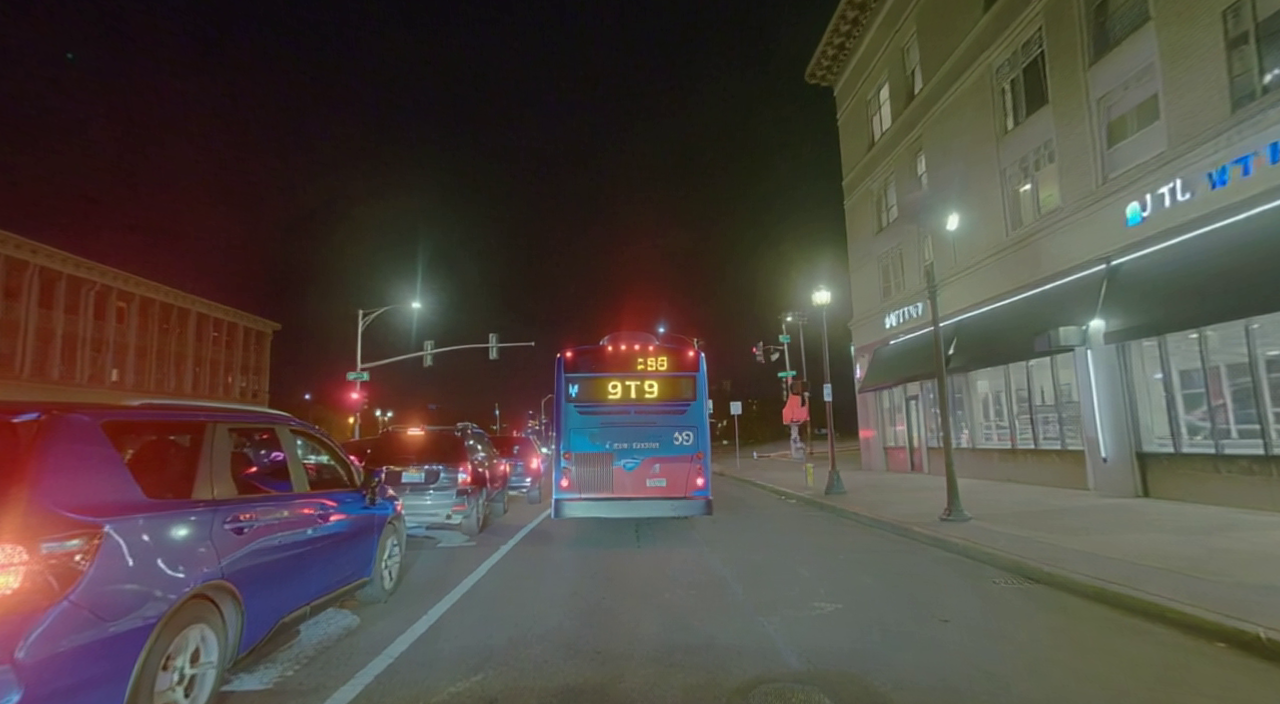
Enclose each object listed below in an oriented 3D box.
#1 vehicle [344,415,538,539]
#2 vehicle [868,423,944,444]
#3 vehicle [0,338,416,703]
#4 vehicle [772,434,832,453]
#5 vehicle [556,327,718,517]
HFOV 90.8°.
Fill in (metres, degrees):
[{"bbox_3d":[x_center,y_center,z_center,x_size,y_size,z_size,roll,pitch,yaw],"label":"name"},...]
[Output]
[{"bbox_3d":[-3.342,2.207,11.792,2.096,1.828,4.669,0,-8,0],"label":"vehicle"},{"bbox_3d":[19.824,6.116,47.204,4.827,1.555,1.863,1,-9,-6],"label":"vehicle"},{"bbox_3d":[-3.219,1.093,3.970,2.020,1.725,4.384,0,-8,0],"label":"vehicle"},{"bbox_3d":[11.944,6.742,46.662,3.949,1.337,1.738,0,-9,-2],"label":"vehicle"},{"bbox_3d":[-0.301,1.996,16.584,2.938,3.468,9.972,0,-9,-3],"label":"vehicle"}]
